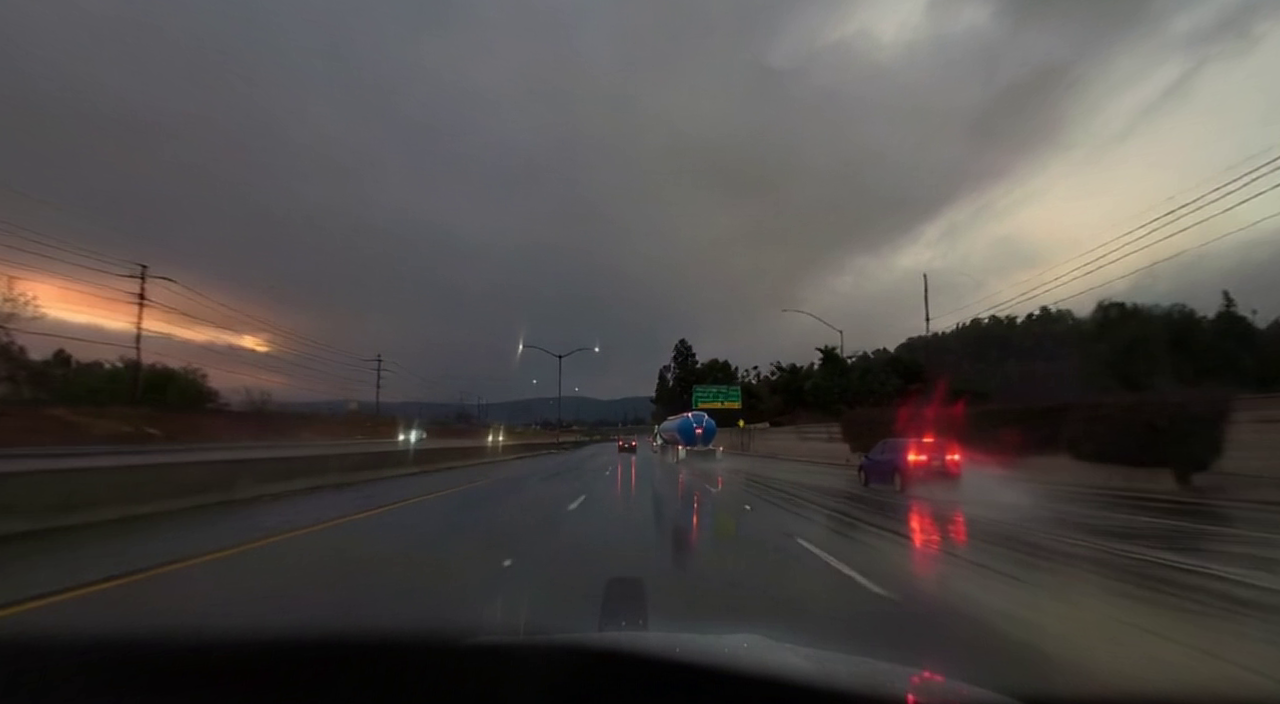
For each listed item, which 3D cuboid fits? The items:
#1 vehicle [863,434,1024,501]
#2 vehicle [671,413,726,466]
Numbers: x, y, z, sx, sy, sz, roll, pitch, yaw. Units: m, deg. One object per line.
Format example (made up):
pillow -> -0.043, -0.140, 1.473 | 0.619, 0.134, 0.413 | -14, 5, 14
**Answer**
vehicle -> 7.727, 2.965, 16.691 | 1.905, 1.480, 4.624 | 0, -8, -1
vehicle -> 3.712, 5.847, 42.110 | 2.791, 3.179, 8.074 | 0, -8, -1
